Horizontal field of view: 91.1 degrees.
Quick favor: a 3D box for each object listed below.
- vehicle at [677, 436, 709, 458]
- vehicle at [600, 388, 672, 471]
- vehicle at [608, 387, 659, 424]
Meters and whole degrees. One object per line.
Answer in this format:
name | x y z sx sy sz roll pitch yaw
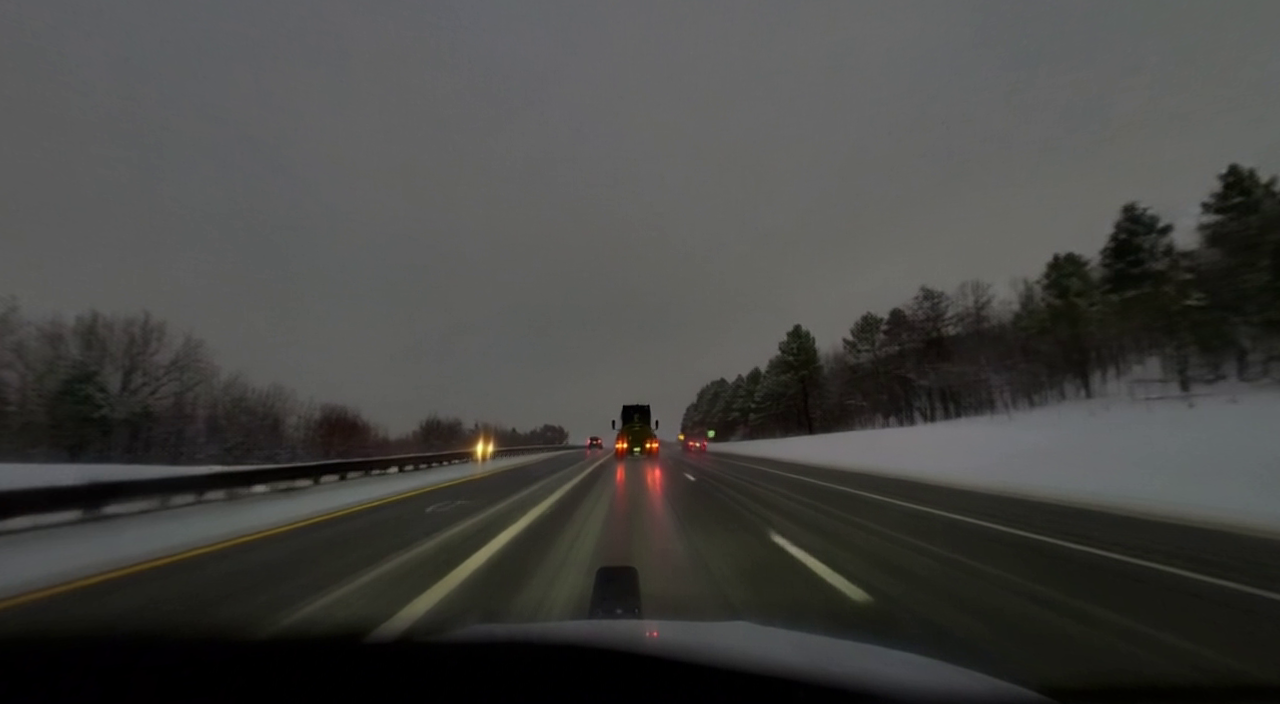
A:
vehicle | 3.705 6.743 44.812 1.910 1.492 4.324 0 -8 0
vehicle | -0.362 4.081 32.796 2.953 3.406 13.372 0 -7 -2
vehicle | -0.277 2.471 28.264 2.112 1.472 4.240 0 -8 0
